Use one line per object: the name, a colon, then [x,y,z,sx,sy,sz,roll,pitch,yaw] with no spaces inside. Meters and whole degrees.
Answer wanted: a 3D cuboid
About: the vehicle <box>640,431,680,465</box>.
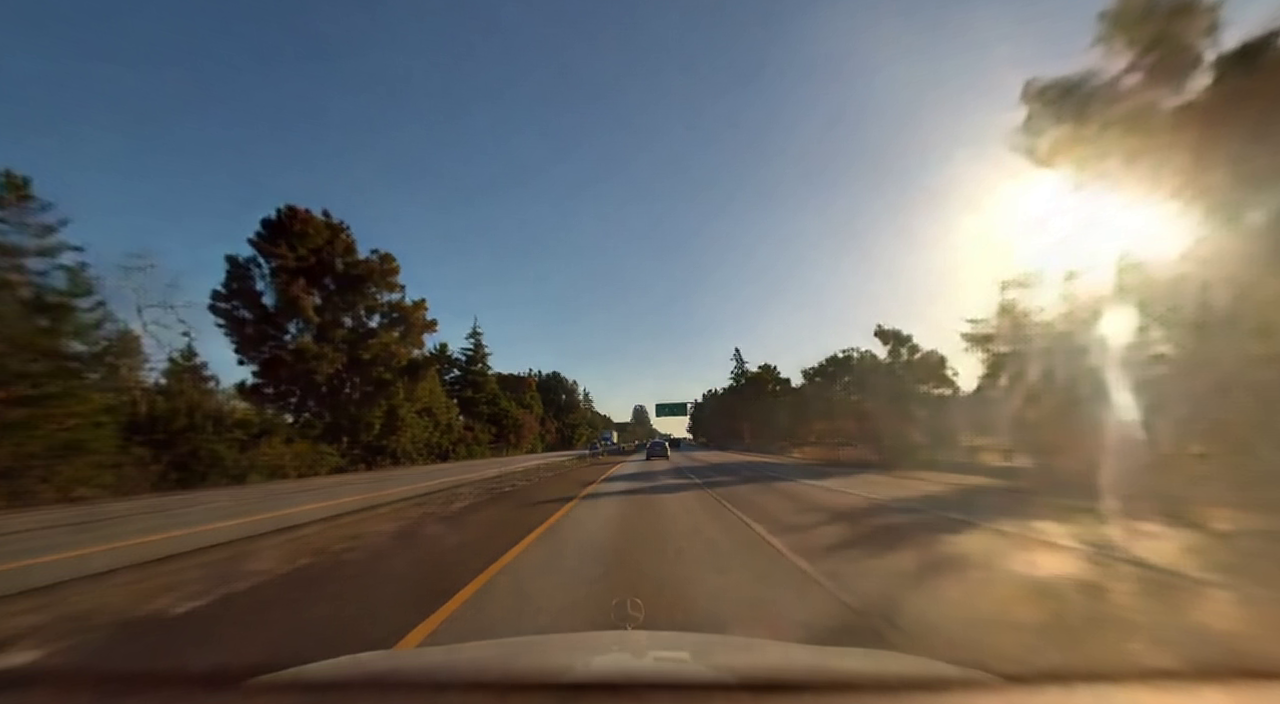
vehicle: [1.224,5.930,38.922,2.301,1.944,4.554,0,-8,2]
